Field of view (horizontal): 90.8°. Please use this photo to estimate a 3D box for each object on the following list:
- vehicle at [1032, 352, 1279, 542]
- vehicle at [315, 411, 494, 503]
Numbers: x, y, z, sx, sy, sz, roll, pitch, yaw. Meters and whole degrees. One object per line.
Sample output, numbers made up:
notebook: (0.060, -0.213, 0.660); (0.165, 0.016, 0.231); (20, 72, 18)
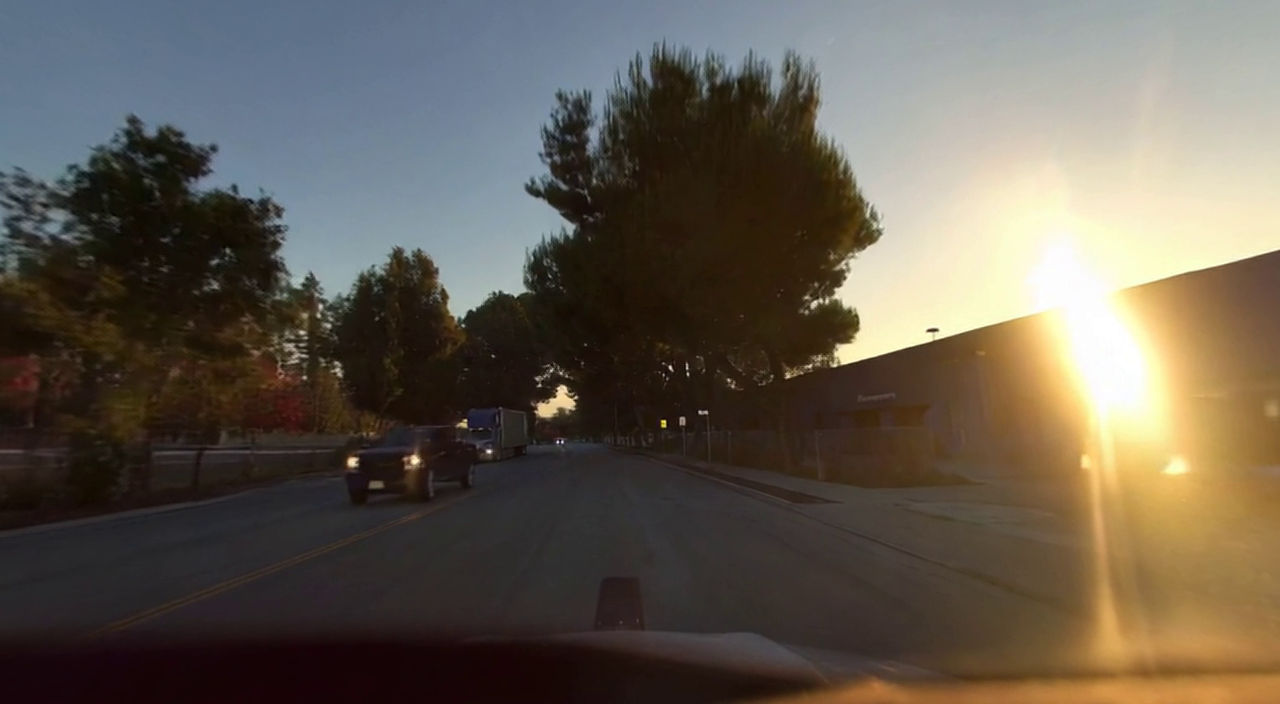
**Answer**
vehicle: (10.473, 1.351, 9.734); (7.188, 2.416, 2.528); (-1, -8, -4)
vehicle: (-6.254, 2.919, 18.010); (2.770, 2.135, 6.329); (0, -8, -1)
